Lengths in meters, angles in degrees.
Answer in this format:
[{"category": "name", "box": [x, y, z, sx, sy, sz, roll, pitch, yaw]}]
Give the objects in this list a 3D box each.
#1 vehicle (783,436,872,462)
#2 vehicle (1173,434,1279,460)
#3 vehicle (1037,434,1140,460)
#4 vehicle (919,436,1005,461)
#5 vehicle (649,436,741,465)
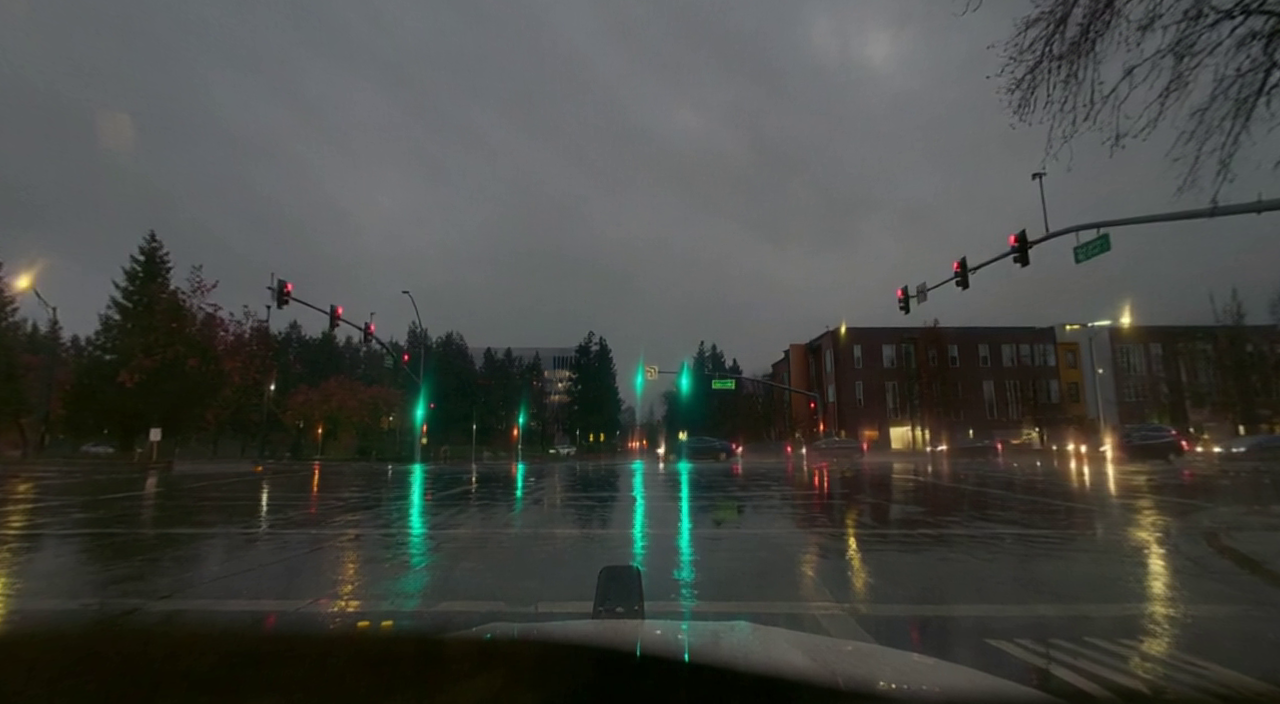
[{"category": "vehicle", "box": [10.921, 5.663, 36.950, 4.631, 1.435, 1.715, 0, -9, 0]}, {"category": "vehicle", "box": [34.261, 5.511, 36.723, 4.724, 1.452, 1.870, 0, -9, 0]}, {"category": "vehicle", "box": [25.916, 5.508, 36.607, 4.519, 1.476, 1.767, 0, -9, 1]}, {"category": "vehicle", "box": [20.376, 6.123, 40.054, 4.443, 1.472, 1.794, 0, -9, 1]}, {"category": "vehicle", "box": [2.837, 5.166, 33.197, 4.629, 1.423, 1.833, 0, -9, -1]}]
